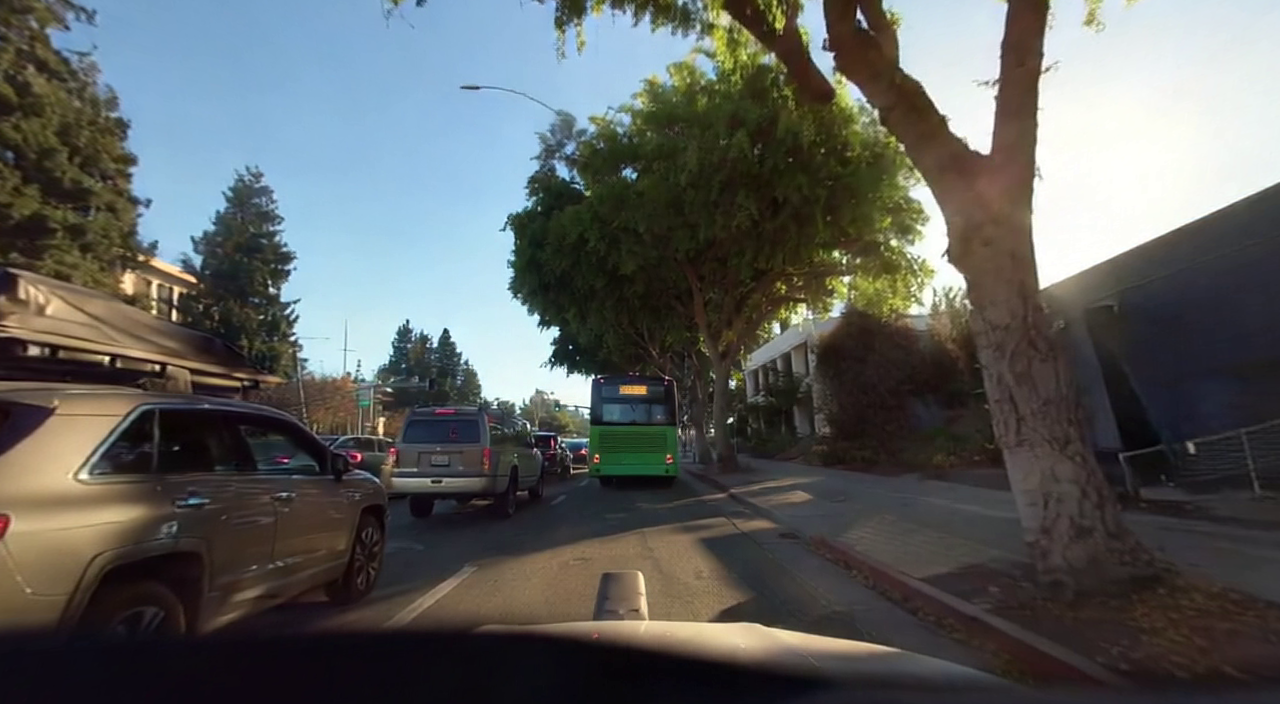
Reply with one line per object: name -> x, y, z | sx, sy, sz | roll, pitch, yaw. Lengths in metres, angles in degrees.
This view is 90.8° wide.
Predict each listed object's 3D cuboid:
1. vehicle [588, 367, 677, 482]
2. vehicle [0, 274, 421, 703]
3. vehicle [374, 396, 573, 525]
vehicle -> -0.249, 3.339, 27.461 | 2.970, 3.857, 12.200 | 0, -9, 0
vehicle -> -3.398, 0.939, 4.096 | 2.095, 1.892, 5.043 | 0, -9, 0
vehicle -> -3.083, 2.239, 13.501 | 2.546, 2.125, 5.869 | 0, -9, 1
